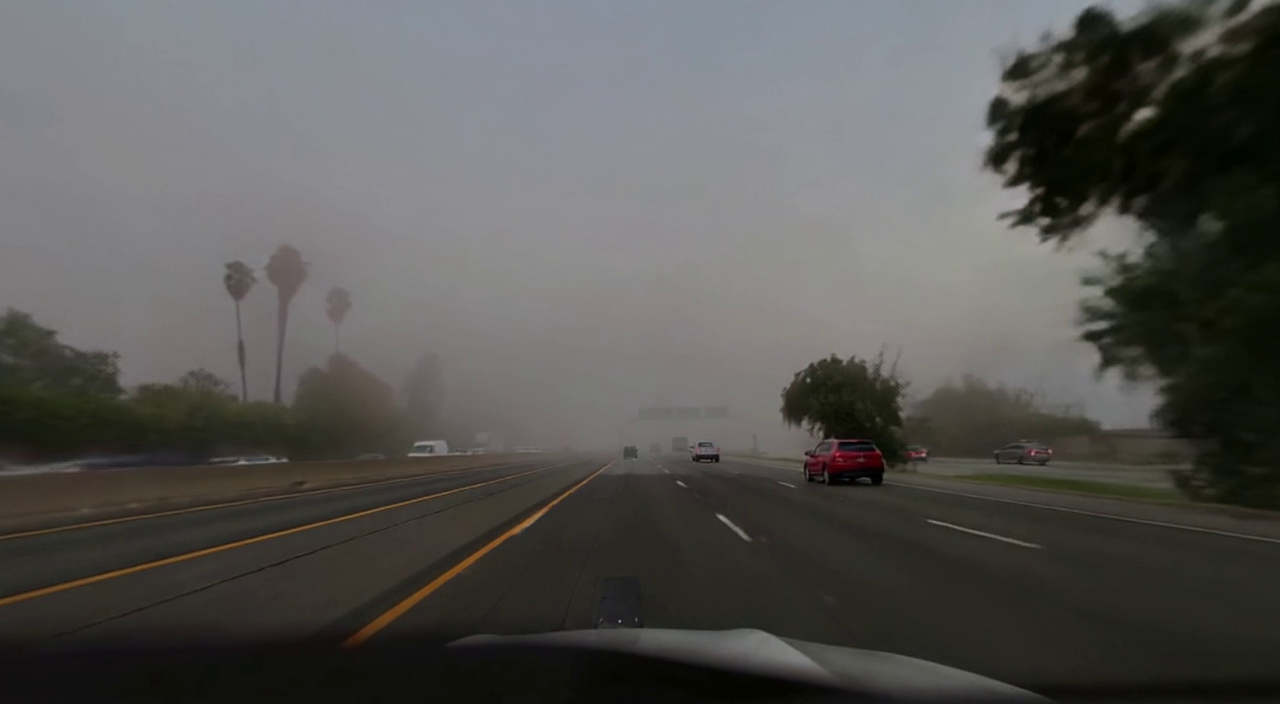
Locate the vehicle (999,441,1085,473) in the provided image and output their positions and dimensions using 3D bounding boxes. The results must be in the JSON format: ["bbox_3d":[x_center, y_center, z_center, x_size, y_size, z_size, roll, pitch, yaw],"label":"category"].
[{"bbox_3d":[22.128,5.748,34.856,1.887,1.642,4.592,0,-8,3],"label":"vehicle"}]

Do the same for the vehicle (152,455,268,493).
[{"bbox_3d":[-19.433,5.514,28.790,1.938,1.457,4.816,0,-8,0],"label":"vehicle"}]

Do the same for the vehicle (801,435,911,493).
[{"bbox_3d":[6.729,3.527,20.204,1.902,1.623,4.360,0,-8,-1],"label":"vehicle"}]

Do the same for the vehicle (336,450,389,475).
[{"bbox_3d":[-20.197,8.008,45.993,1.861,1.676,4.317,0,-8,0],"label":"vehicle"}]

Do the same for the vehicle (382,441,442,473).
[{"bbox_3d":[-16.528,7.641,46.053,2.248,2.130,5.801,0,-8,0],"label":"vehicle"}]

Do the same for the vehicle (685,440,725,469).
[{"bbox_3d":[4.077,6.489,40.058,2.035,1.704,3.867,0,-8,-1],"label":"vehicle"}]

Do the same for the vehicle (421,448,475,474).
[{"bbox_3d":[-12.603,7.173,41.698,1.999,1.536,4.987,0,-8,0],"label":"vehicle"}]
